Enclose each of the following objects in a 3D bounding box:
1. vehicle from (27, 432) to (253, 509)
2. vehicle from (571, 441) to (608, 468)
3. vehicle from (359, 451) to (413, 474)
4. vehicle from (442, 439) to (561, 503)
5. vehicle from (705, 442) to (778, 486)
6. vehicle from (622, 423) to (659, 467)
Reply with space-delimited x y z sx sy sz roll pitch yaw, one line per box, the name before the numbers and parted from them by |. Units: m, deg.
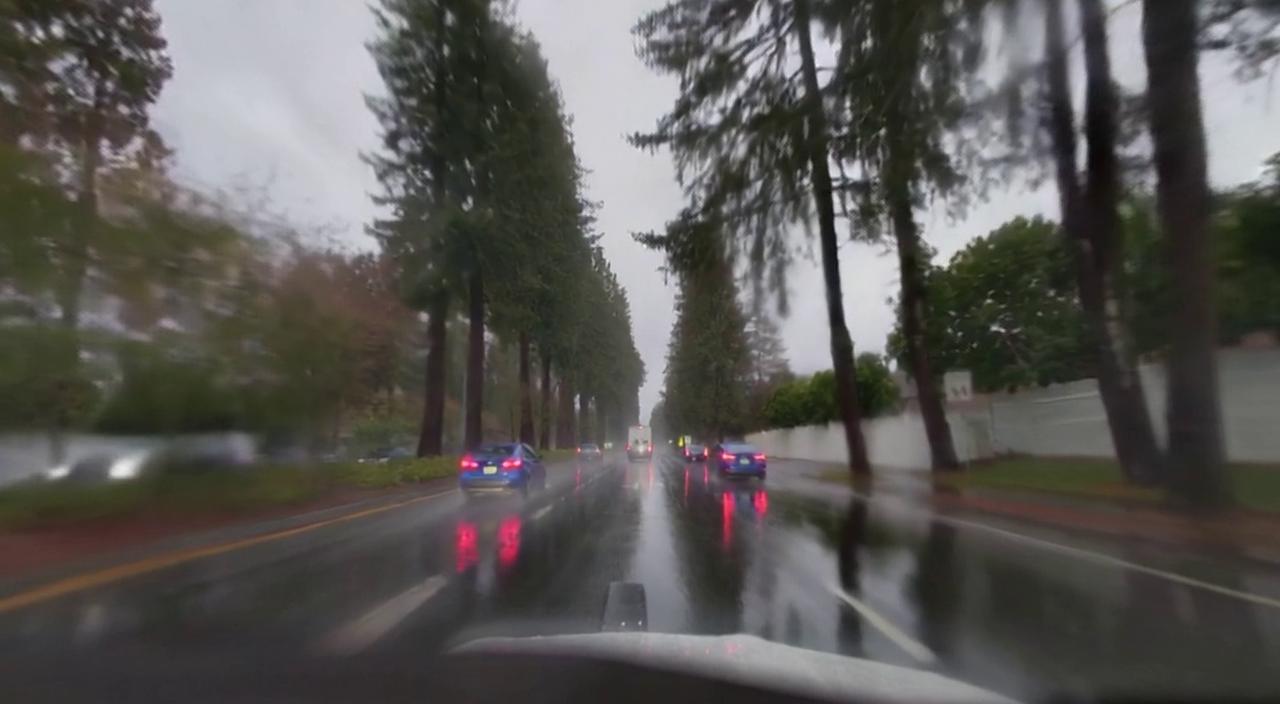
vehicle | -14.042 3.339 18.249 2.105 1.877 5.373 0 -8 0
vehicle | -3.259 6.714 41.296 2.021 1.715 4.329 0 -8 1
vehicle | -17.820 7.766 44.263 1.852 1.471 4.746 0 -8 0
vehicle | -3.523 3.123 16.973 2.036 1.474 4.647 0 -8 1
vehicle | 3.652 4.100 23.345 1.945 1.469 4.258 0 -8 0
vehicle | 0.049 6.259 42.112 2.311 2.726 5.814 0 -9 1
